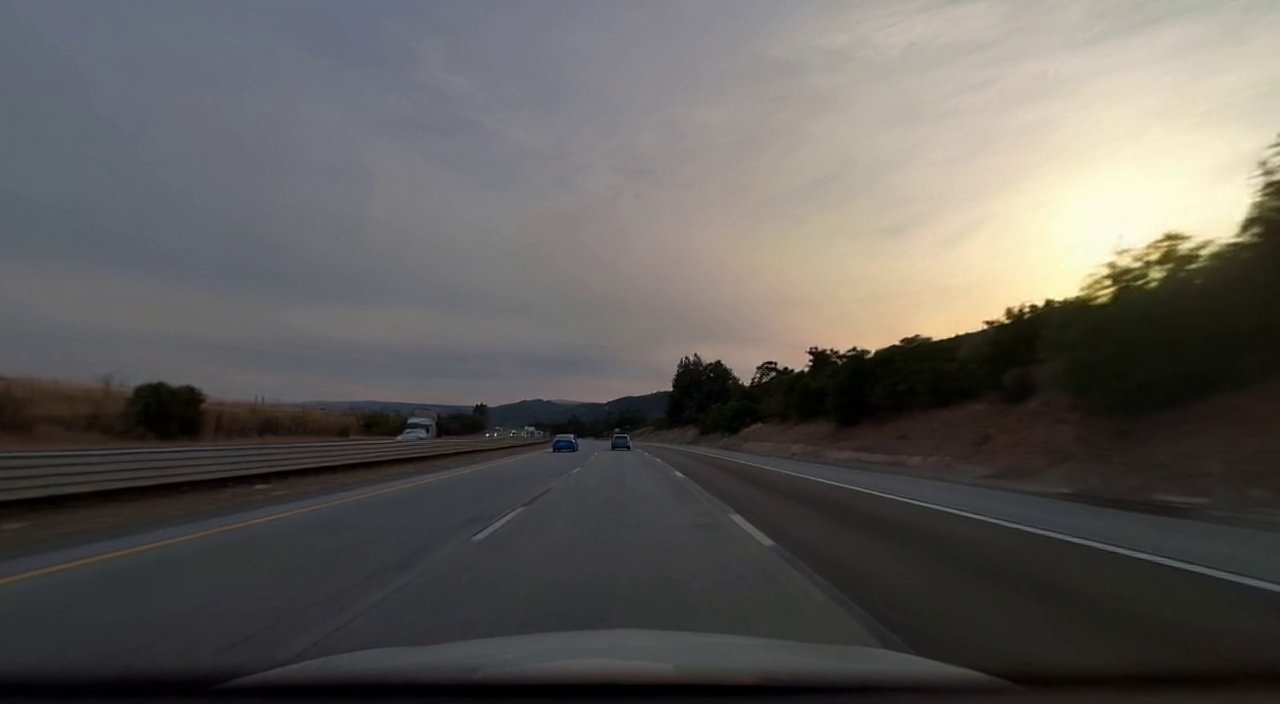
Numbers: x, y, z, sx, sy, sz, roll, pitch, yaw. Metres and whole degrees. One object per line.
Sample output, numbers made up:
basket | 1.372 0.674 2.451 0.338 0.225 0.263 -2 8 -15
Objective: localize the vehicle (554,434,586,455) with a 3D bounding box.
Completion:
vehicle | -5.421 7.158 49.186 2.141 1.534 5.099 0 -8 -3
